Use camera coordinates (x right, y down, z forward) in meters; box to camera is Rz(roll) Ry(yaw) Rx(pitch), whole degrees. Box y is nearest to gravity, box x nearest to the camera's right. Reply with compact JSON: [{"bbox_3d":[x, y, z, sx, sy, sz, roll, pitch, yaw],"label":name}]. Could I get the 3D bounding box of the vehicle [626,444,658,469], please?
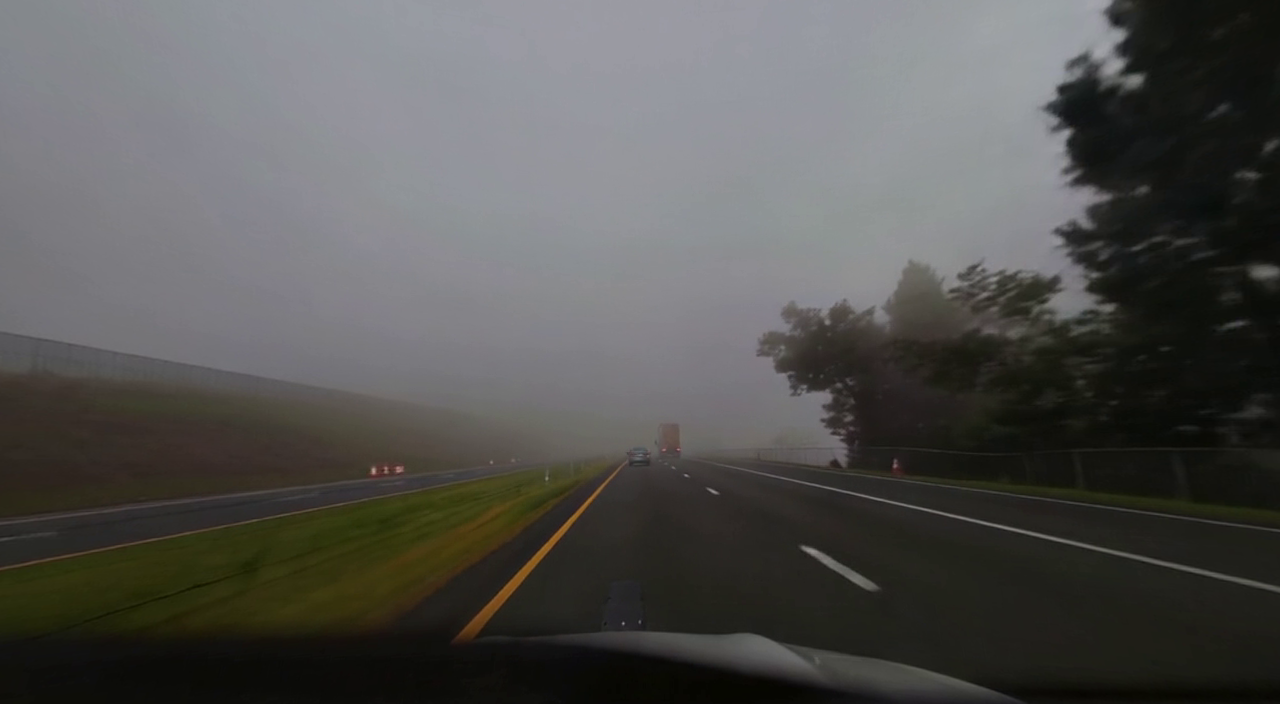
[{"bbox_3d":[0.111,7.003,42.358,2.065,1.573,3.734,0,-9,0],"label":"vehicle"}]
